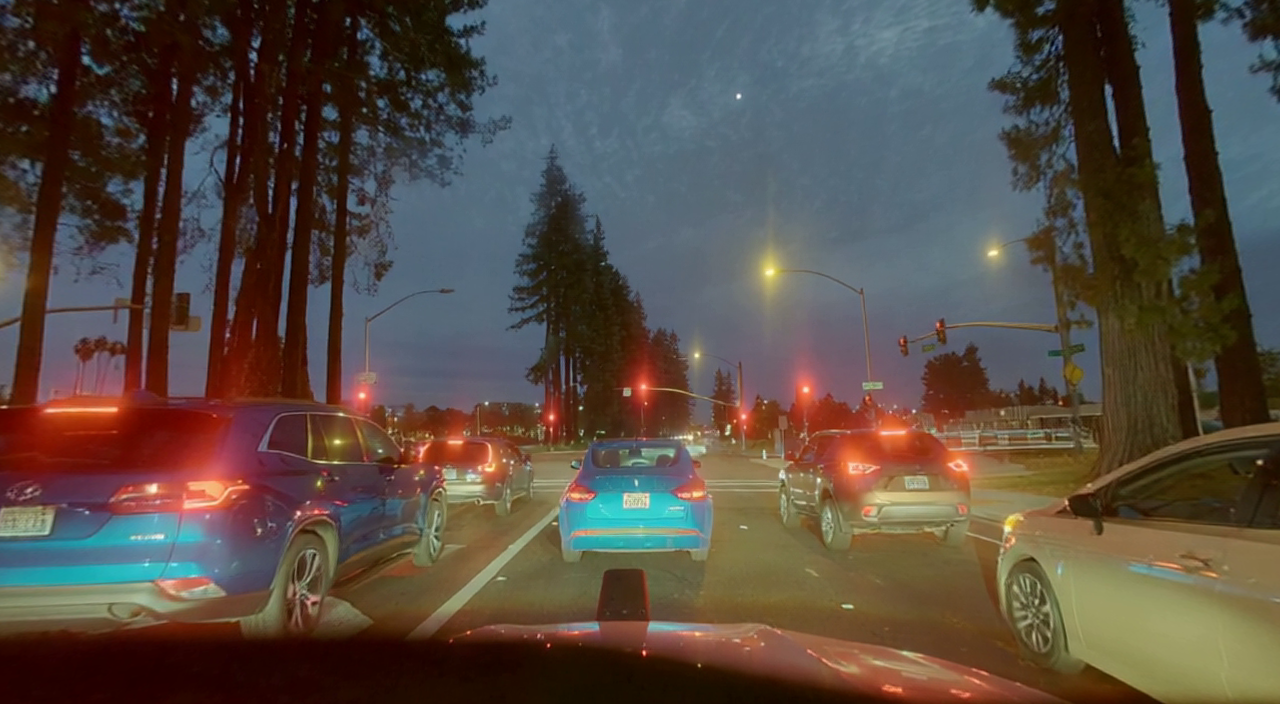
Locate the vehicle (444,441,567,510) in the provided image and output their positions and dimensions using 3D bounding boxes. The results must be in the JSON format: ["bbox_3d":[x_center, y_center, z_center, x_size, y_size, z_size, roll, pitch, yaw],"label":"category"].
[{"bbox_3d":[-3.060,2.906,15.319,1.975,1.420,4.196,-1,-9,1],"label":"vehicle"}]

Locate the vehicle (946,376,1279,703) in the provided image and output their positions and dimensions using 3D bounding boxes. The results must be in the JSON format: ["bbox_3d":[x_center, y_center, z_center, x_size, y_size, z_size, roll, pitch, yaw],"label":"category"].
[{"bbox_3d":[3.320,0.961,2.830,1.899,1.588,3.888,0,-9,0],"label":"vehicle"}]

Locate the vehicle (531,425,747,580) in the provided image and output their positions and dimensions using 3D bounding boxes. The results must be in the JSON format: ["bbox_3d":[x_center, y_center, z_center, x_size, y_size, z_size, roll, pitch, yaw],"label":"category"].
[{"bbox_3d":[-0.033,1.800,8.329,2.147,1.507,3.953,0,-9,-1],"label":"vehicle"}]

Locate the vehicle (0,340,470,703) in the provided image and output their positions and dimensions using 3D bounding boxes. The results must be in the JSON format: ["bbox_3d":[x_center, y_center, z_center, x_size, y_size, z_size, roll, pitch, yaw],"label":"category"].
[{"bbox_3d":[-3.145,1.161,5.061,2.168,1.750,4.625,-1,-9,1],"label":"vehicle"}]

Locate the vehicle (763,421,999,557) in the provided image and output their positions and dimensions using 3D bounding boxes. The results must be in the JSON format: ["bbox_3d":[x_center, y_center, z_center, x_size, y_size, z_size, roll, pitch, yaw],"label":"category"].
[{"bbox_3d":[3.411,2.021,10.033,2.040,1.647,4.379,0,-9,1],"label":"vehicle"}]
